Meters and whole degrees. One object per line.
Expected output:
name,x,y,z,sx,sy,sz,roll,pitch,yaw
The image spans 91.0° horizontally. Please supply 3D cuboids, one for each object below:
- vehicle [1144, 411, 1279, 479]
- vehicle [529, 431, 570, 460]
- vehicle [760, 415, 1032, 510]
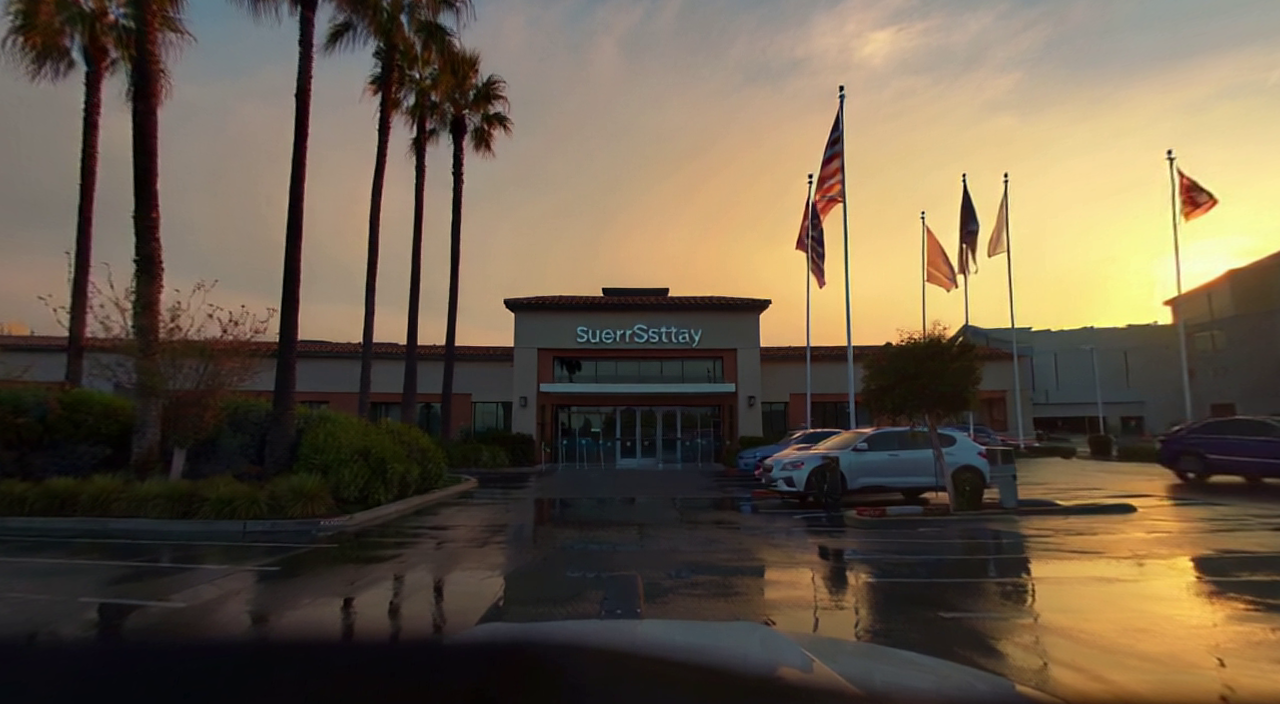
vehicle,19.439,2.918,19.697,2.357,1.921,5.999,0,-8,0
vehicle,-6.612,6.845,46.333,1.943,1.890,4.472,-3,-8,6
vehicle,4.880,2.177,12.569,4.567,1.723,1.926,0,-8,0
